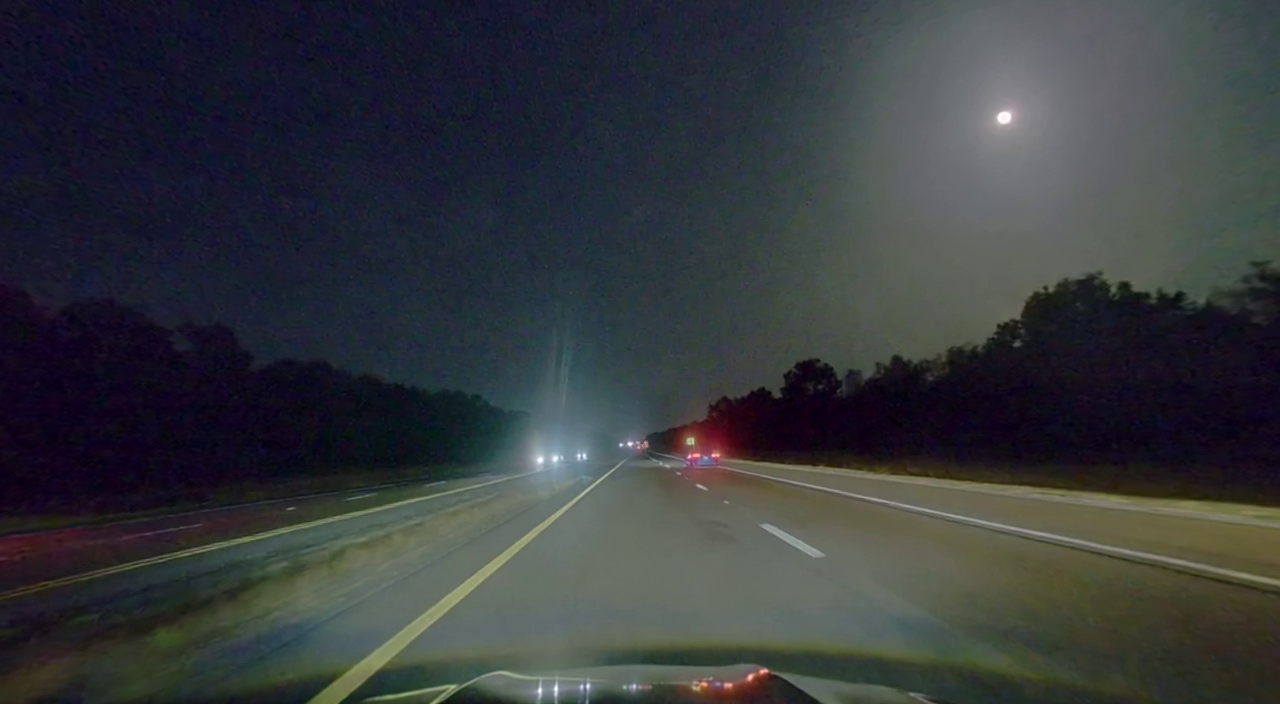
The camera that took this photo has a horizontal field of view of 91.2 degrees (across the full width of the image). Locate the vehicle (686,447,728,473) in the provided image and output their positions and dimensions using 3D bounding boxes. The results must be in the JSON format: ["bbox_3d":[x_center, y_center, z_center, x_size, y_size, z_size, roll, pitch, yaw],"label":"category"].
[{"bbox_3d":[4.007,6.541,38.224,1.981,1.440,4.125,0,-9,-2],"label":"vehicle"}]
